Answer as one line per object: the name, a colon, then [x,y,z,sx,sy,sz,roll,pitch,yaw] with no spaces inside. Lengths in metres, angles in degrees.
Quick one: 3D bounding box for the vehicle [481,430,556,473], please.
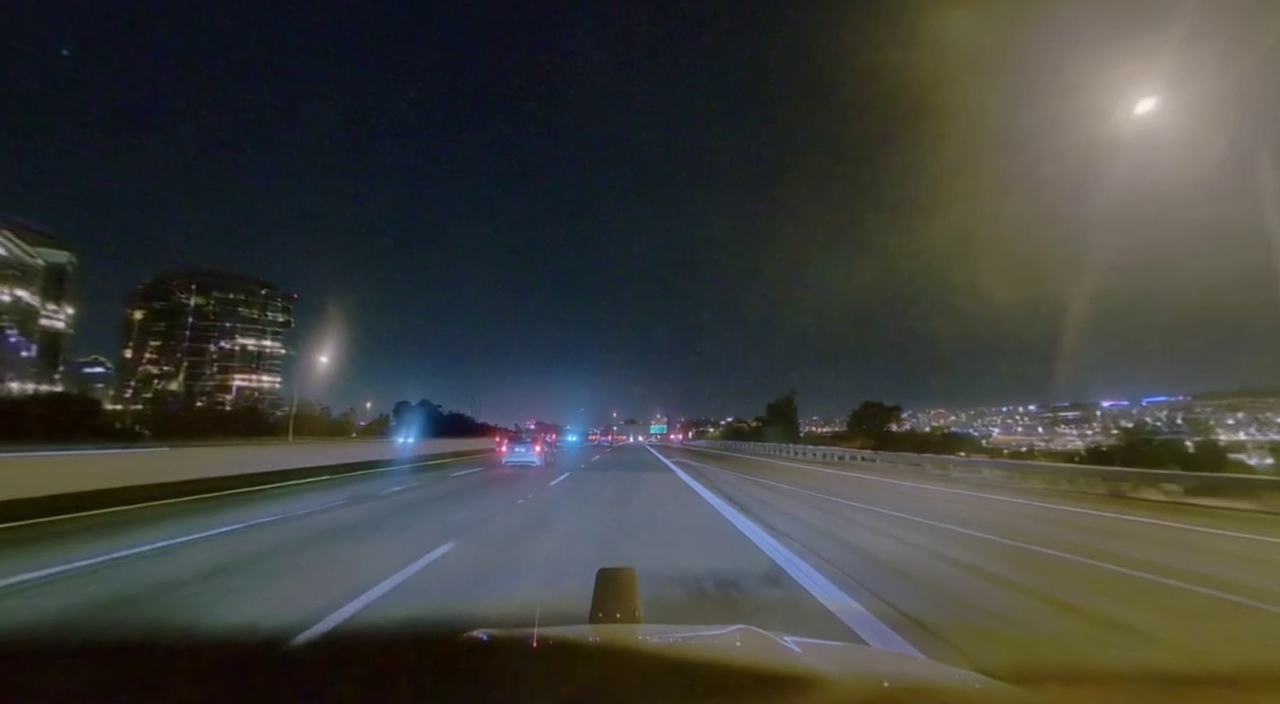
vehicle: [-4.547,3.775,24.185,1.996,1.490,4.571,0,-8,0]
